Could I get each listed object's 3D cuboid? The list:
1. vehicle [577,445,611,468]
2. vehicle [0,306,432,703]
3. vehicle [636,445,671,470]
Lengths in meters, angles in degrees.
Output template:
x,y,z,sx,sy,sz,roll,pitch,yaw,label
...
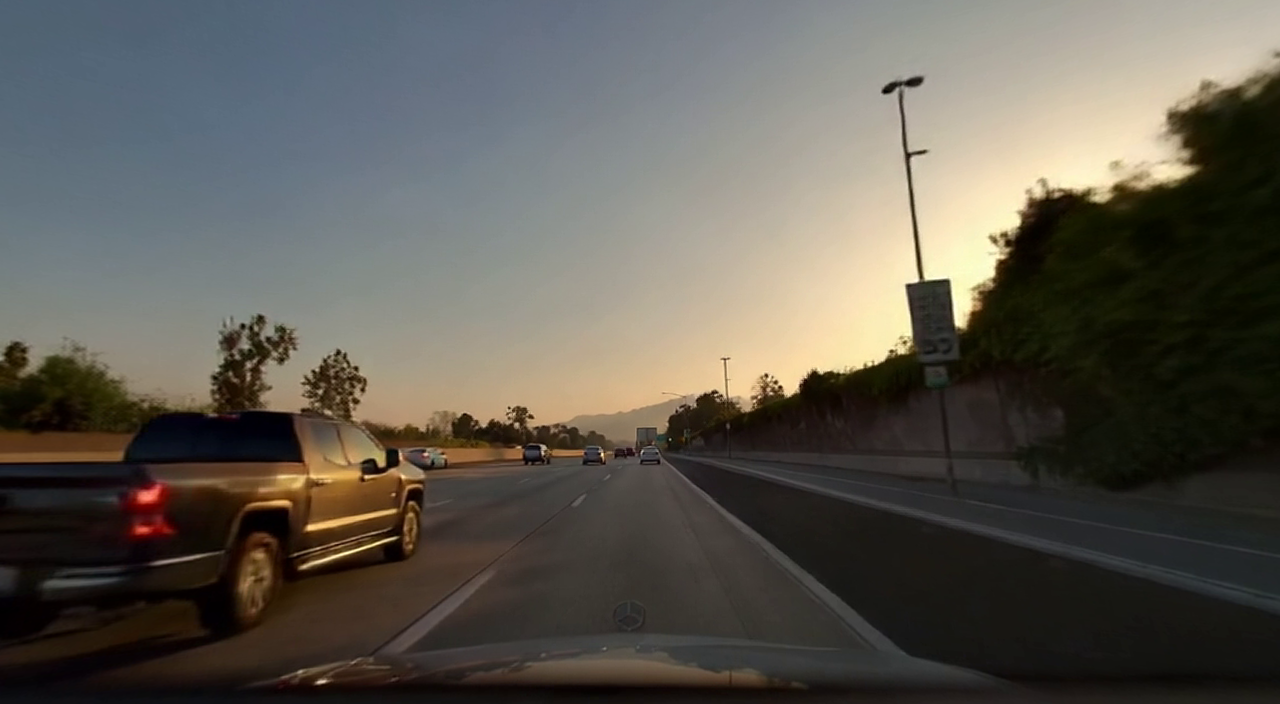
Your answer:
x,y,z,sx,sy,sz,roll,pitch,yaw,label
-3.145,7.222,43.893,2.056,1.480,4.022,-1,-8,1,vehicle
-3.213,1.020,3.974,2.124,1.787,4.830,0,-8,0,vehicle
0.820,6.585,39.608,2.073,1.480,4.343,0,-8,0,vehicle
